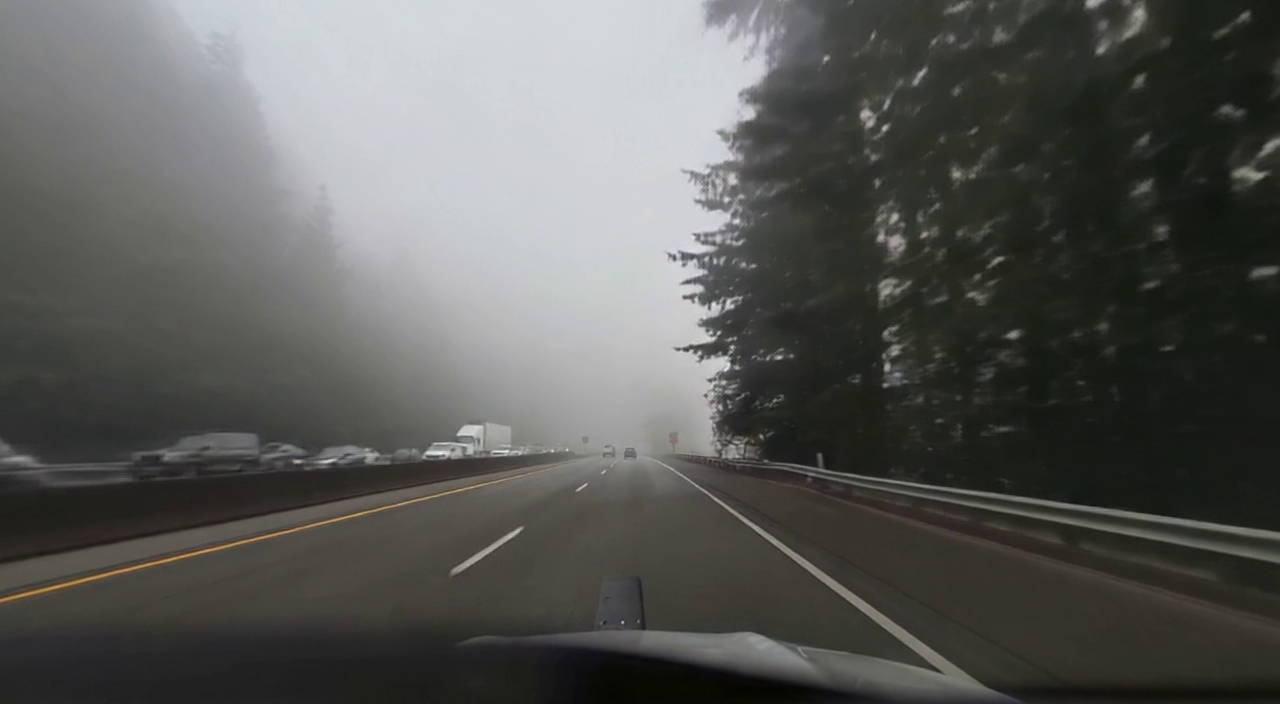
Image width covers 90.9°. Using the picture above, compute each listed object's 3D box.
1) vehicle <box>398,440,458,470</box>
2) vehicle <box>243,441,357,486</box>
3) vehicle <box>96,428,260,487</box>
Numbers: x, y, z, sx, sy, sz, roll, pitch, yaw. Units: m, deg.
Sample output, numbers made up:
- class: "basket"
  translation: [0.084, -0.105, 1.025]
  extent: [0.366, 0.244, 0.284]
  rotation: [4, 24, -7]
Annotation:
- class: "vehicle"
  translation: [-12.827, 6.261, 38.429]
  extent: [2.007, 1.684, 4.613]
  rotation: [0, -9, 0]
- class: "vehicle"
  translation: [-12.431, 4.085, 23.386]
  extent: [1.887, 1.507, 4.030]
  rotation: [0, -9, 1]
- class: "vehicle"
  translation: [-16.872, 3.896, 23.510]
  extent: [2.077, 1.953, 5.305]
  rotation: [0, -9, 0]
